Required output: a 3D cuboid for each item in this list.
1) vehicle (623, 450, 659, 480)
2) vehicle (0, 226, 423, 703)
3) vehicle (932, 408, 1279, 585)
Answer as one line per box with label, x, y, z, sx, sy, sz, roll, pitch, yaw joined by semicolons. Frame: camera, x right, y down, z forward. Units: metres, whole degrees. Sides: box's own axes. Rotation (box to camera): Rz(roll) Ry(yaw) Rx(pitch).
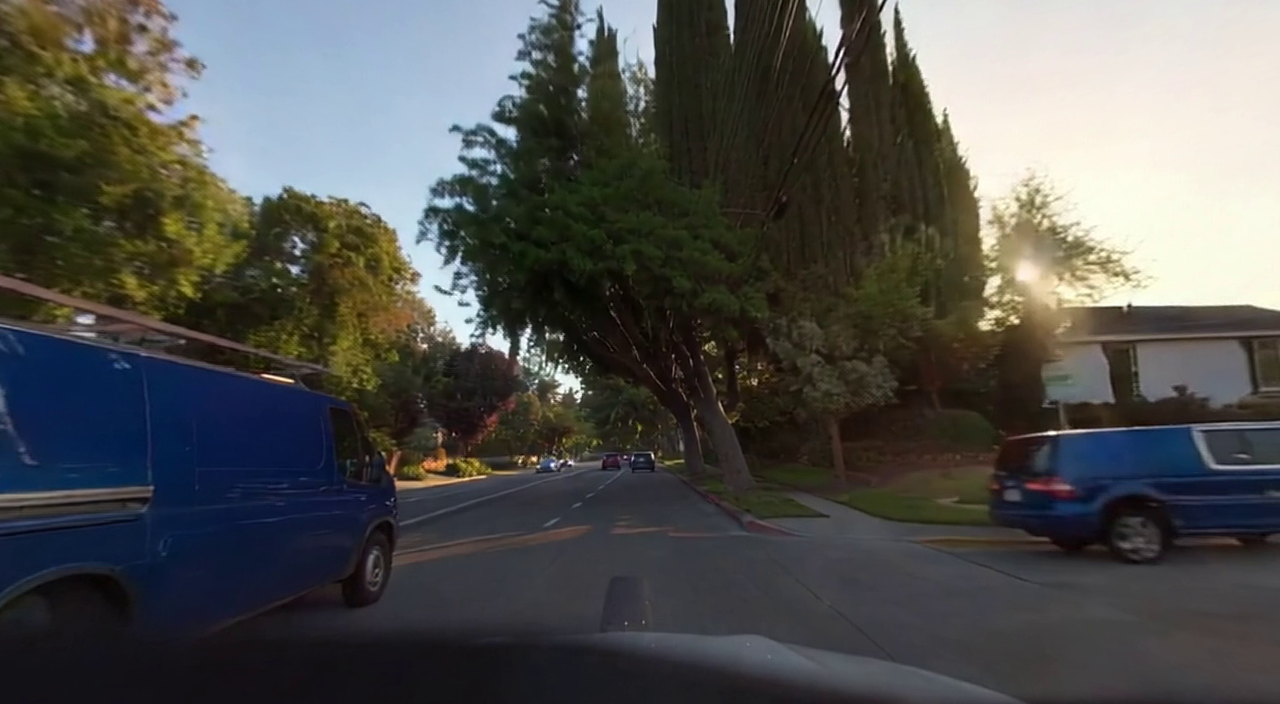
vehicle;0.075;7.103;39.831;2.120;1.718;3.909;0;-9;1
vehicle;-3.431;0.848;3.534;2.336;2.152;5.866;0;-9;0
vehicle;6.526;1.610;7.540;5.012;1.711;2.457;-5;-8;15
